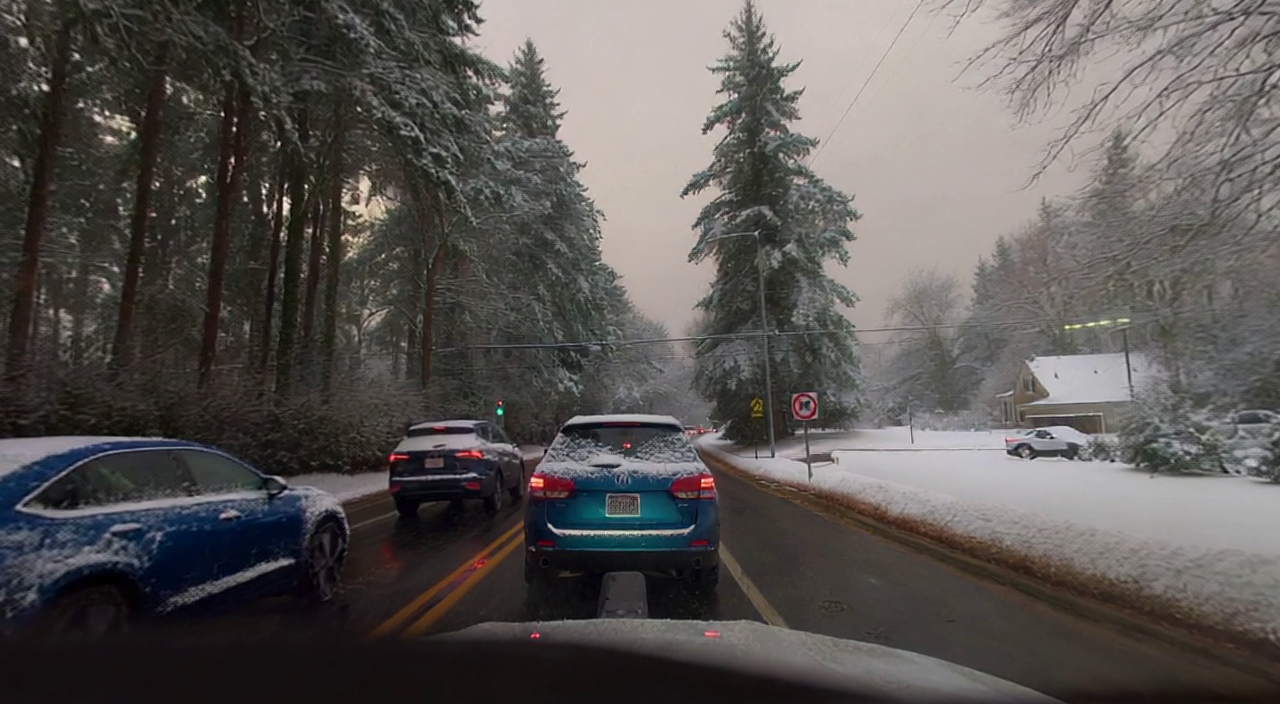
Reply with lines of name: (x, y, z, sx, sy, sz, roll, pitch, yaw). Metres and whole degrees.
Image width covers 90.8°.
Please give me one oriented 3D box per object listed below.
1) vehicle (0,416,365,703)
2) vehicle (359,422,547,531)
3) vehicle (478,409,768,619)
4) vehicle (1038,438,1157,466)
vehicle: (-3.680, 1.181, 3.827, 1.922, 1.464, 4.424, 0, -8, 2)
vehicle: (-3.393, 2.371, 12.655, 2.188, 1.745, 4.618, 0, -8, 2)
vehicle: (-0.045, 1.531, 6.890, 2.229, 1.591, 3.897, 0, -8, 3)
vehicle: (28.480, 6.224, 39.438, 5.955, 1.702, 2.166, 1, -8, -6)
